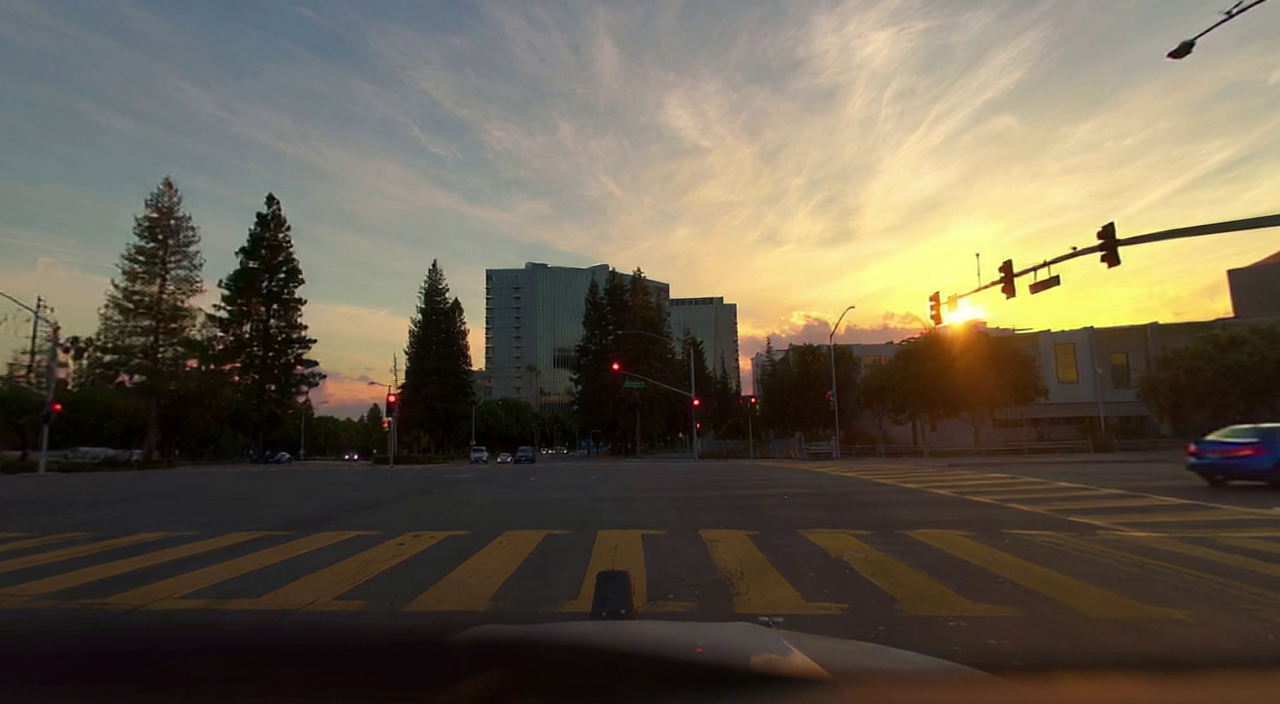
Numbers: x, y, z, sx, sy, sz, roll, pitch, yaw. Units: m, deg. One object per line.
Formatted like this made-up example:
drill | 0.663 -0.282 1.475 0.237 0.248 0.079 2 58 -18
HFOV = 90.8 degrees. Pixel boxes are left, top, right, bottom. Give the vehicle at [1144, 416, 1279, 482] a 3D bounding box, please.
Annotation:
vehicle | 15.061 2.279 14.938 4.736 1.445 1.933 0 -8 -4
